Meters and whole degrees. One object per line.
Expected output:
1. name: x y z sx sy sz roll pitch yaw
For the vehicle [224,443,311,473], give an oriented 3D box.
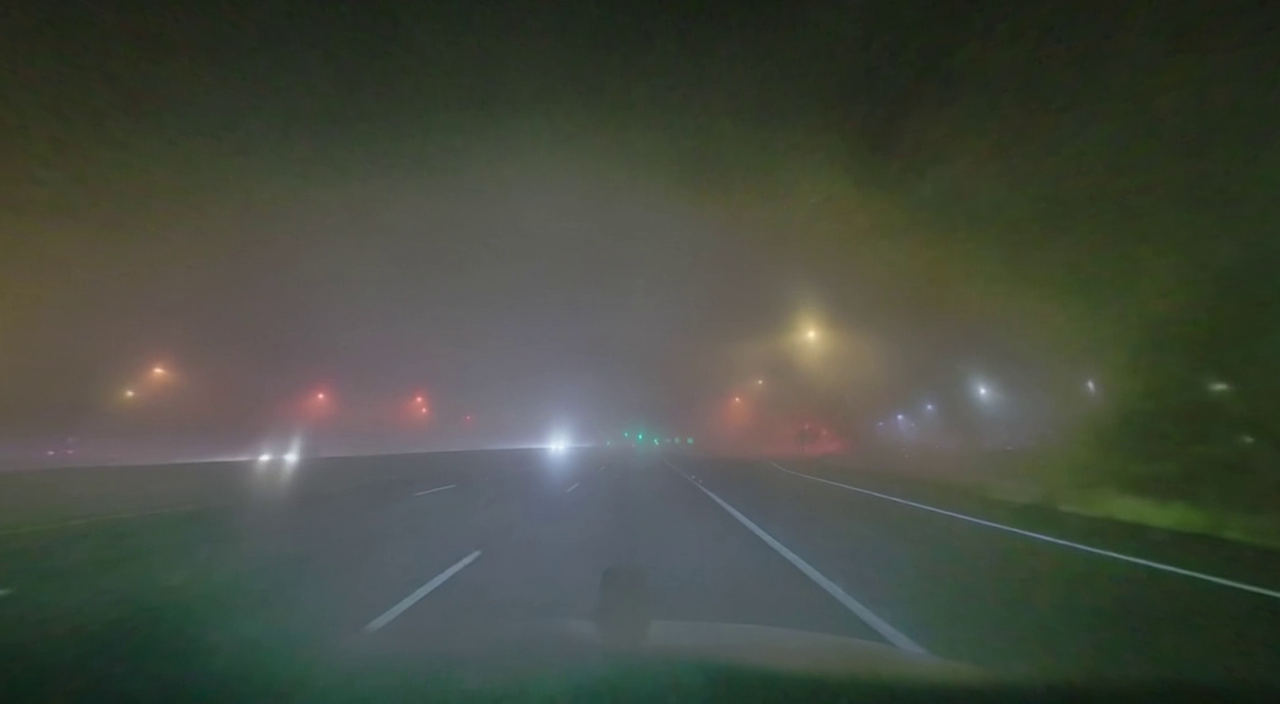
1. vehicle: -20.364 5.791 34.740 1.917 1.531 4.680 0 -8 0
